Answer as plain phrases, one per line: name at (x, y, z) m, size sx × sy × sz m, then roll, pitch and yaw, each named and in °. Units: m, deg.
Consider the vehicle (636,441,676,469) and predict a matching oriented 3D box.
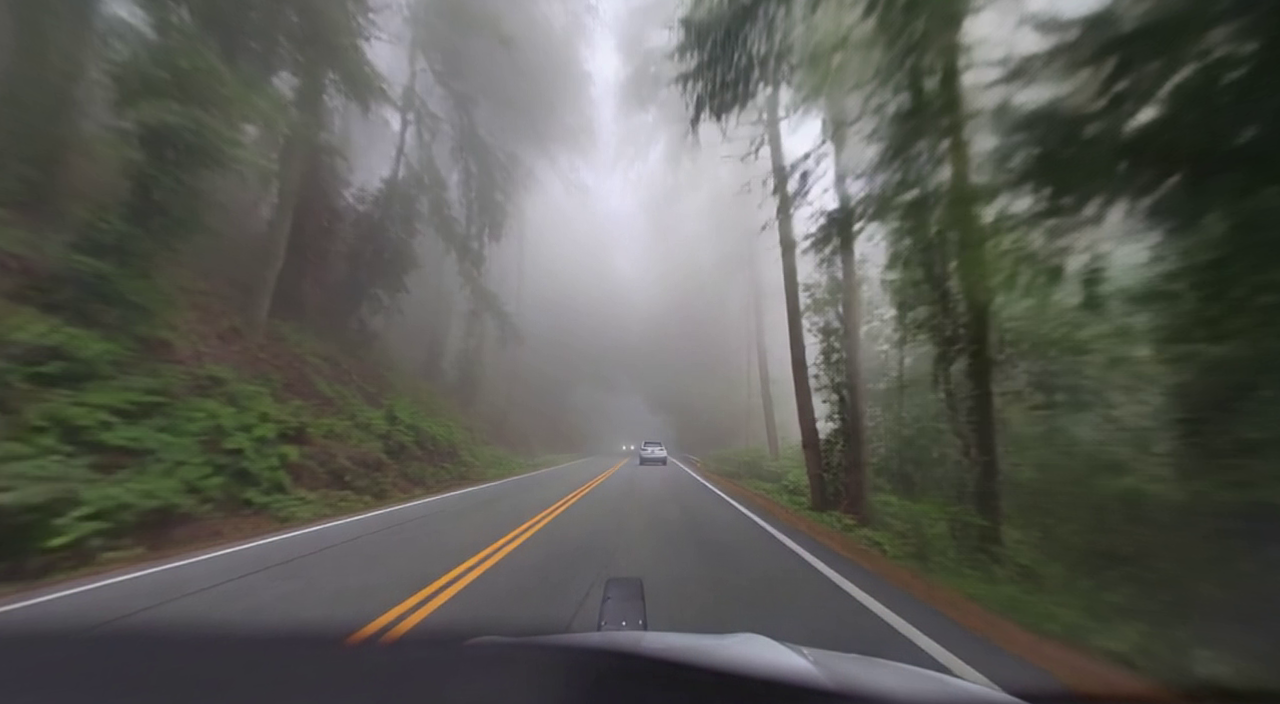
vehicle at (0.871, 5.804, 35.715) m, size 2.120 × 1.491 × 4.349 m, roll 0°, pitch -8°, yaw 1°
